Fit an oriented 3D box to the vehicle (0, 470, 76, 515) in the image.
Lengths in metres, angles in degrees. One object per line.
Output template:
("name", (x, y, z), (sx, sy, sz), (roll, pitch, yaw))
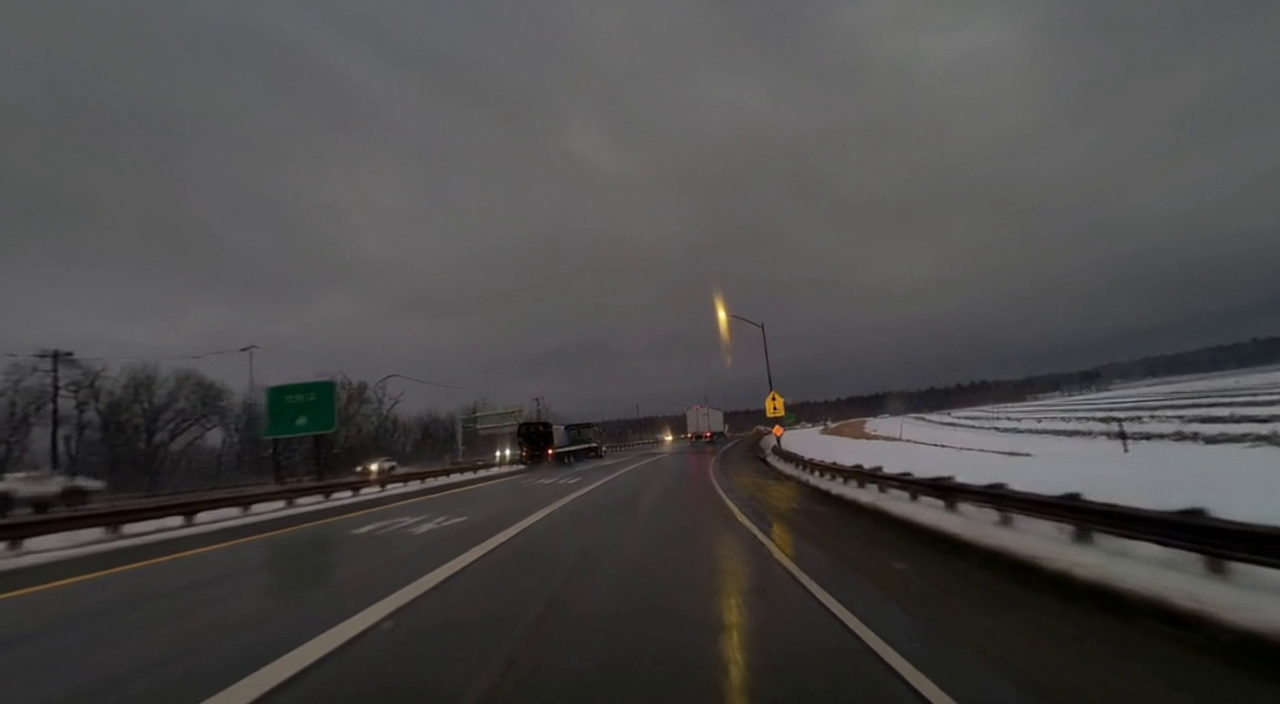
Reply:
("vehicle", (-34.493, 7.595, 33.937), (2.295, 2.176, 5.499), (-3, -9, 16))
